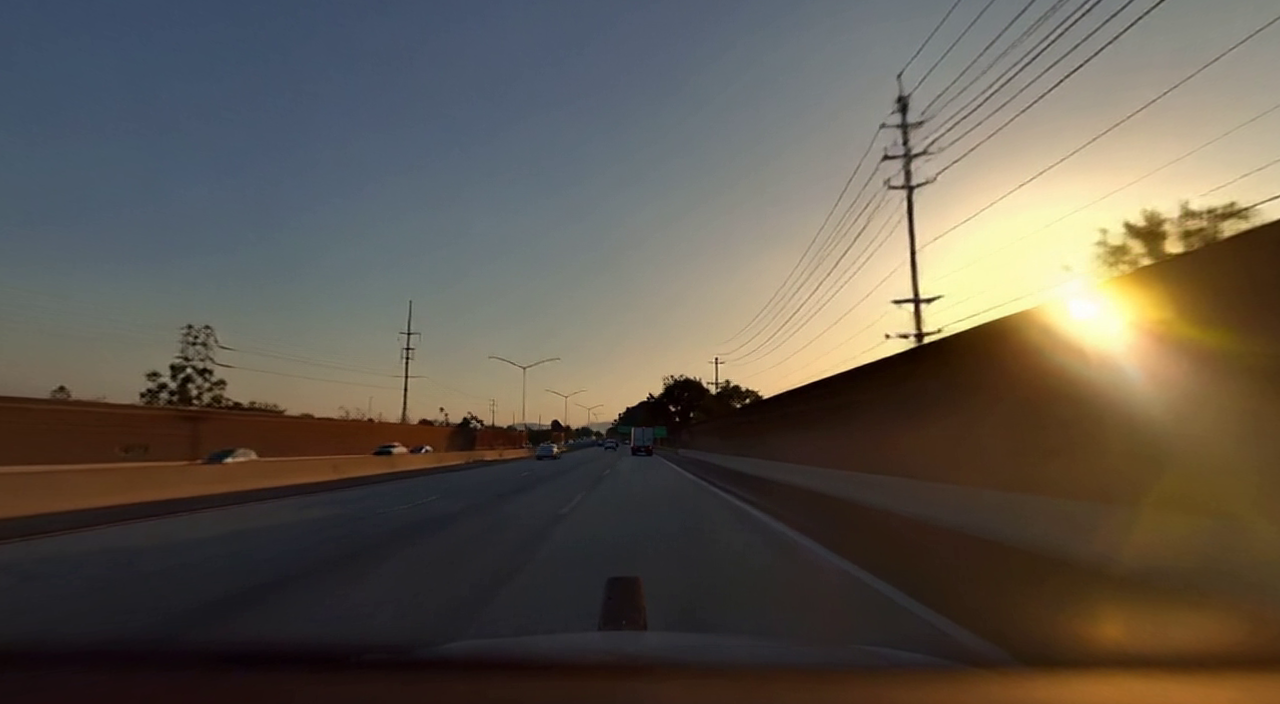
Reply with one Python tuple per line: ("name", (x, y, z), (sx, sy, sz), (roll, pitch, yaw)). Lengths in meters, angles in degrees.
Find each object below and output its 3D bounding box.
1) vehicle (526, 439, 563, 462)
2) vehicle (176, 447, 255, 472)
("vehicle", (-7.225, 7.512, 48.244), (2.064, 1.642, 4.389), (0, -8, 1))
("vehicle", (-26.690, 6.738, 39.827), (1.803, 1.470, 4.582), (0, -8, 0))
